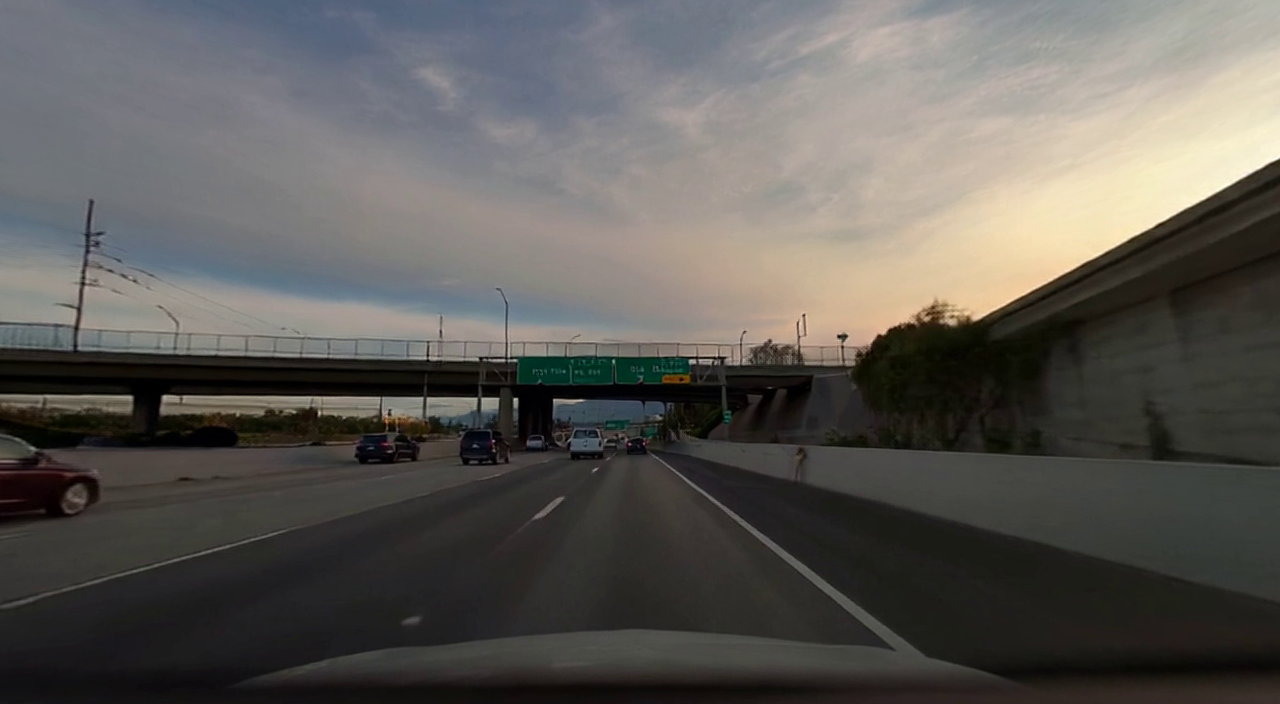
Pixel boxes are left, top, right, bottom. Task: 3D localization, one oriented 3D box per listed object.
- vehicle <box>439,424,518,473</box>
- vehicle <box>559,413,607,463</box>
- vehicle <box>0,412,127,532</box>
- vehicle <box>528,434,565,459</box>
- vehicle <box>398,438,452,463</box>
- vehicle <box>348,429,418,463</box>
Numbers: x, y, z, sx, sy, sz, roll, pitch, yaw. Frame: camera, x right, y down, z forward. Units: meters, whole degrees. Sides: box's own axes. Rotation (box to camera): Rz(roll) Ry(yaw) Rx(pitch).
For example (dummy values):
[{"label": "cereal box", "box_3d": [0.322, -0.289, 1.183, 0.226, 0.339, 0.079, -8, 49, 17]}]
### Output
[{"label": "vehicle", "box_3d": [-6.928, 4.215, 27.492, 2.179, 1.948, 4.618, 0, -8, 1]}, {"label": "vehicle", "box_3d": [-3.399, 5.332, 38.781, 2.301, 2.843, 6.458, 0, -8, 0]}, {"label": "vehicle", "box_3d": [-10.141, 1.694, 8.775, 1.940, 1.706, 4.678, 0, -8, 0]}, {"label": "vehicle", "box_3d": [-7.002, 7.143, 47.529, 2.109, 1.784, 4.709, 0, -8, -1]}, {"label": "vehicle", "box_3d": [-13.509, 6.196, 39.689, 1.899, 1.485, 4.368, 0, -8, 0]}, {"label": "vehicle", "box_3d": [-17.091, 6.285, 42.146, 2.258, 2.139, 5.495, 0, -8, 2]}]
